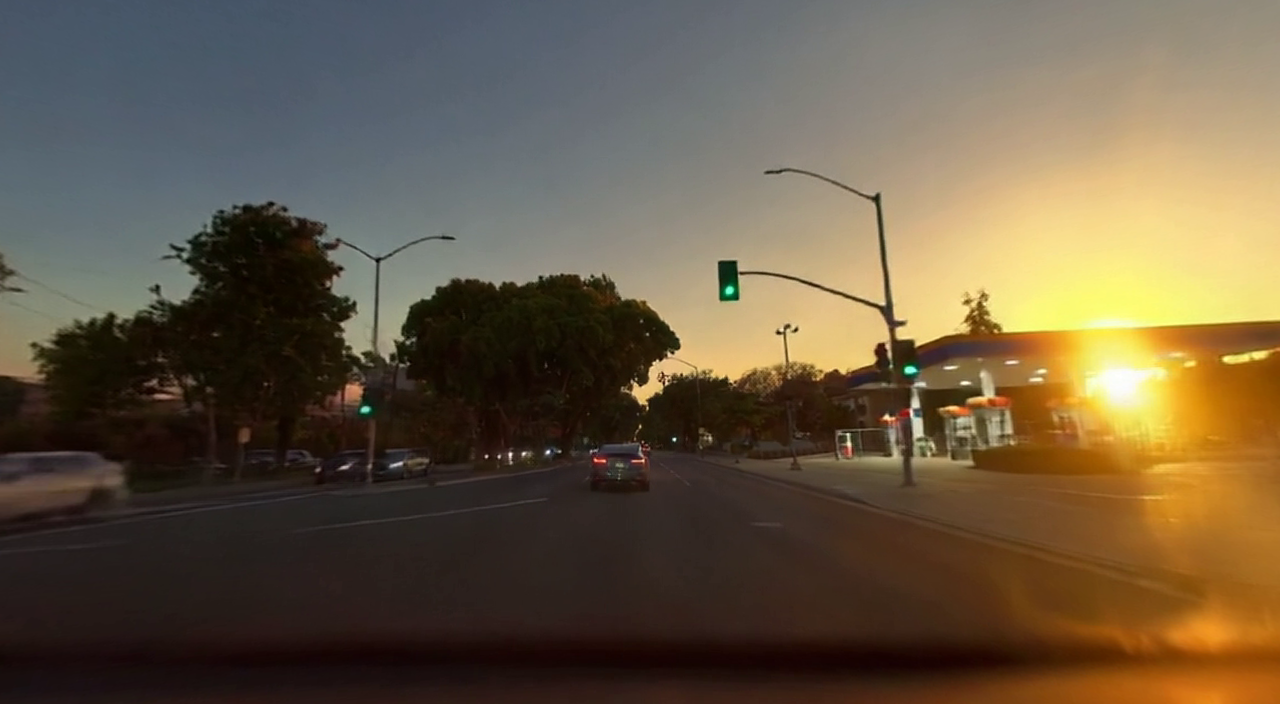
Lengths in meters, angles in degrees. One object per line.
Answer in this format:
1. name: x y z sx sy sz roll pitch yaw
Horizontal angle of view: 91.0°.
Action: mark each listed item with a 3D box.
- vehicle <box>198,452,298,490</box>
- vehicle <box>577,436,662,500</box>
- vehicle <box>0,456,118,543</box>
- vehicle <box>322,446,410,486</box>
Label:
1. vehicle: -19.780 6.013 32.073 1.979 1.710 4.652 0 -9 1
2. vehicle: -0.501 3.140 17.492 2.062 1.519 4.214 0 -9 0
3. vehicle: -12.824 2.795 11.940 1.989 1.539 4.413 0 -9 1
4. vehicle: -12.326 5.143 28.695 1.994 1.647 4.331 0 -9 1
